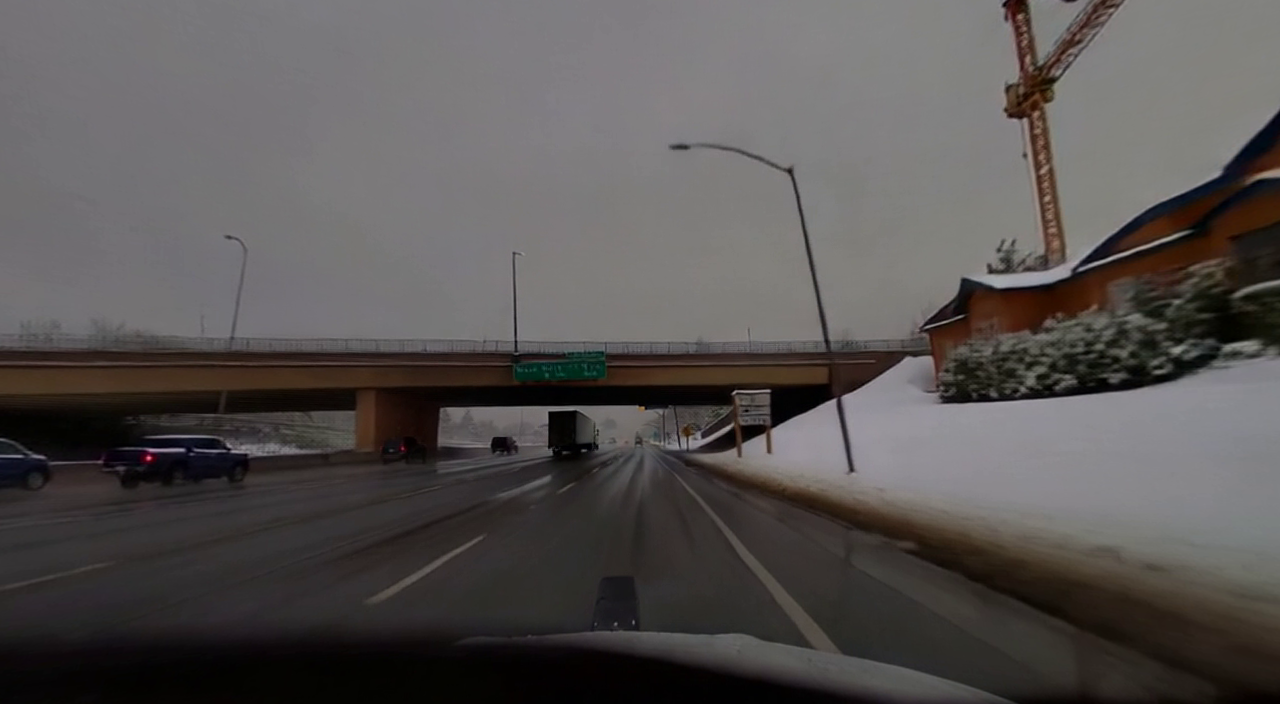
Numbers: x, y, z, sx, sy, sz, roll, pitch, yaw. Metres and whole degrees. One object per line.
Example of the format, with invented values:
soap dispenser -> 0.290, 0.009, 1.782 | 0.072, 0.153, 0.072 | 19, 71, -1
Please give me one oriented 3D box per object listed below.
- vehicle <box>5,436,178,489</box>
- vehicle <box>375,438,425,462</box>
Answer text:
vehicle -> -18.168, 3.665, 21.269 | 1.866, 1.609, 4.315 | 0, -9, 0
vehicle -> -18.030, 7.380, 47.695 | 1.932, 1.752, 4.541 | 0, -9, 1
